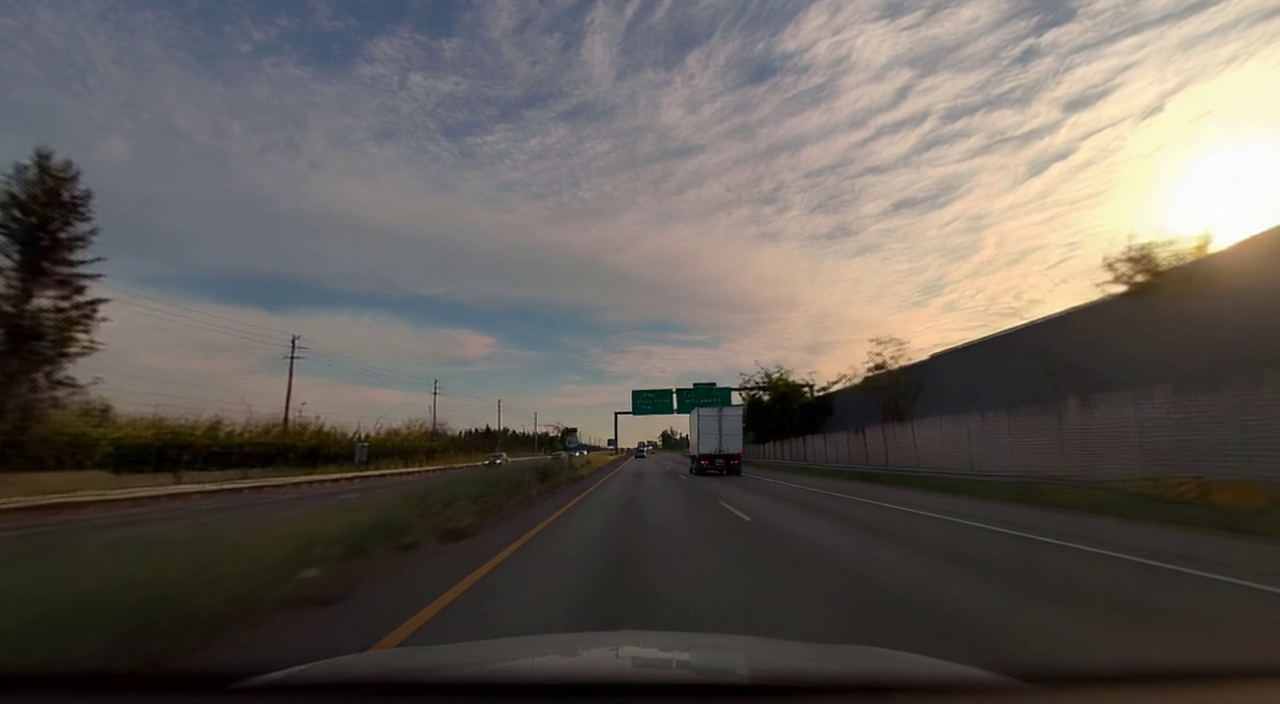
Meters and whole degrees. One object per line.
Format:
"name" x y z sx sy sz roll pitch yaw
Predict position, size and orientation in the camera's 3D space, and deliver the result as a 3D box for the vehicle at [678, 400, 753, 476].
"vehicle" 4.423 5.636 40.624 3.038 4.047 13.741 0 -9 0
